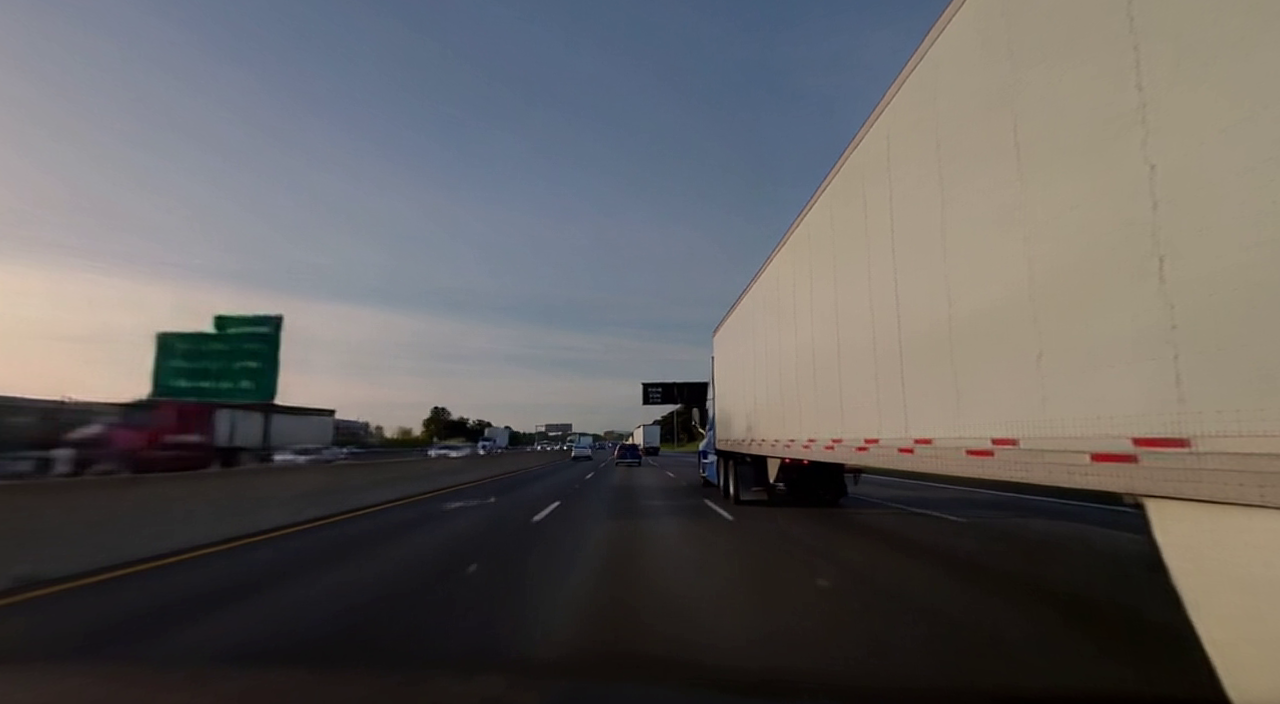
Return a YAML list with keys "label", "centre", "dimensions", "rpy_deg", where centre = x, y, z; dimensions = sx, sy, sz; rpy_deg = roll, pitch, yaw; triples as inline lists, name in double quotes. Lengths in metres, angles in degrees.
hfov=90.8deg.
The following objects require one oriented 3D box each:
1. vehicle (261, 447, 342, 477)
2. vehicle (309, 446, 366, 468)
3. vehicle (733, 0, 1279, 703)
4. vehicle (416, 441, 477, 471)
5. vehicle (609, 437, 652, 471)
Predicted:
- label: "vehicle"
  centre: [-17.679, 5.726, 33.242]
  dimensions: [1.829, 1.454, 4.419]
  rpy_deg: [0, -9, -1]
- label: "vehicle"
  centre: [-21.359, 7.420, 44.849]
  dimensions: [1.916, 1.494, 4.497]
  rpy_deg: [0, -9, -1]
- label: "vehicle"
  centre: [3.432, -0.088, 4.525]
  dimensions: [2.996, 4.123, 15.965]
  rpy_deg: [0, -9, 0]
- label: "vehicle"
  centre: [-10.743, 5.807, 35.404]
  dimensions: [2.069, 1.556, 4.512]
  rpy_deg: [0, -9, -1]
- label: "vehicle"
  centre: [-0.529, 5.432, 33.883]
  dimensions: [2.191, 1.685, 4.015]
  rpy_deg: [0, -9, -1]
